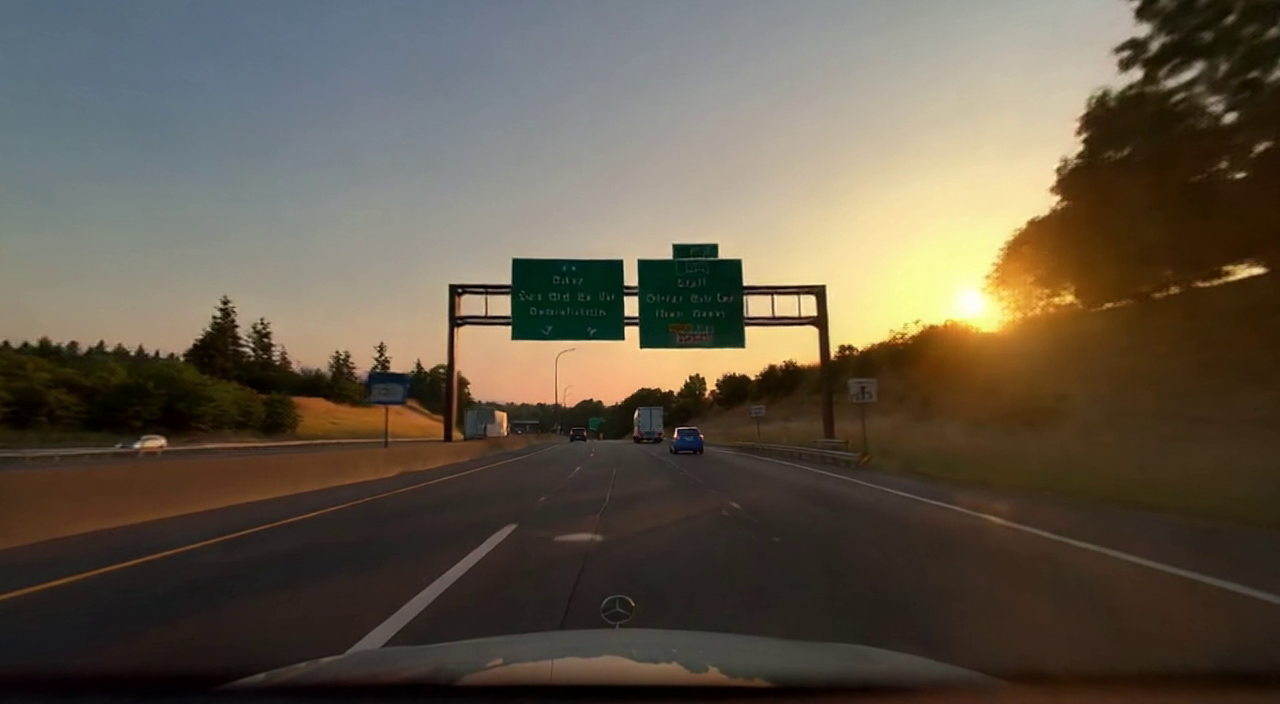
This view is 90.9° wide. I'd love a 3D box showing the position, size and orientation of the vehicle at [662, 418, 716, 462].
[{"bbox_3d":[2.253,4.165,30.022,2.076,1.914,4.287,0,-8,-2],"label":"vehicle"}]
